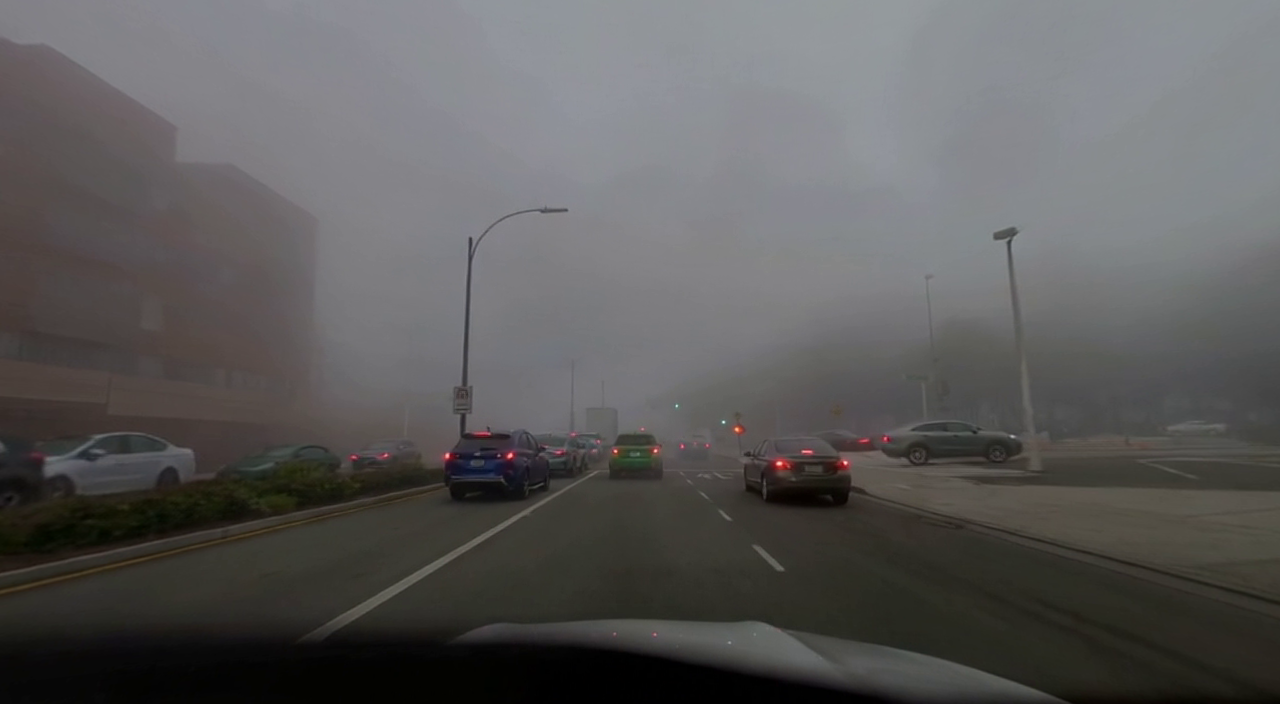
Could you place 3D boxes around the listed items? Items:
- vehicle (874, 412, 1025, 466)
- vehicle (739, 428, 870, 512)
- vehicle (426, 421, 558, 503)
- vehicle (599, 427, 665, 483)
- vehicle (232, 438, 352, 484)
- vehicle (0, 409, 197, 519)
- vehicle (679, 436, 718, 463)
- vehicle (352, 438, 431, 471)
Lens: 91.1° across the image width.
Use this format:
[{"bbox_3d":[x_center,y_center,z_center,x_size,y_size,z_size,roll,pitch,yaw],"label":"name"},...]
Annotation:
[{"bbox_3d":[12.420,3.544,25.460,4.991,1.978,2.090,-8,-12,43],"label":"vehicle"},{"bbox_3d":[3.411,2.516,13.824,1.847,1.554,3.885,0,-8,1],"label":"vehicle"},{"bbox_3d":[-3.399,2.634,15.428,2.047,1.710,4.314,0,-8,2],"label":"vehicle"},{"bbox_3d":[-0.201,3.483,21.484,2.022,1.700,4.084,0,-8,1],"label":"vehicle"},{"bbox_3d":[-12.380,3.889,22.712,1.843,1.509,4.301,0,-8,1],"label":"vehicle"},{"bbox_3d":[-12.292,2.243,12.861,2.245,1.908,5.613,0,-8,1],"label":"vehicle"},{"bbox_3d":[3.352,5.678,36.671,1.948,1.475,4.093,0,-8,0],"label":"vehicle"},{"bbox_3d":[-12.180,5.055,31.136,1.924,1.511,4.640,0,-8,1],"label":"vehicle"}]
